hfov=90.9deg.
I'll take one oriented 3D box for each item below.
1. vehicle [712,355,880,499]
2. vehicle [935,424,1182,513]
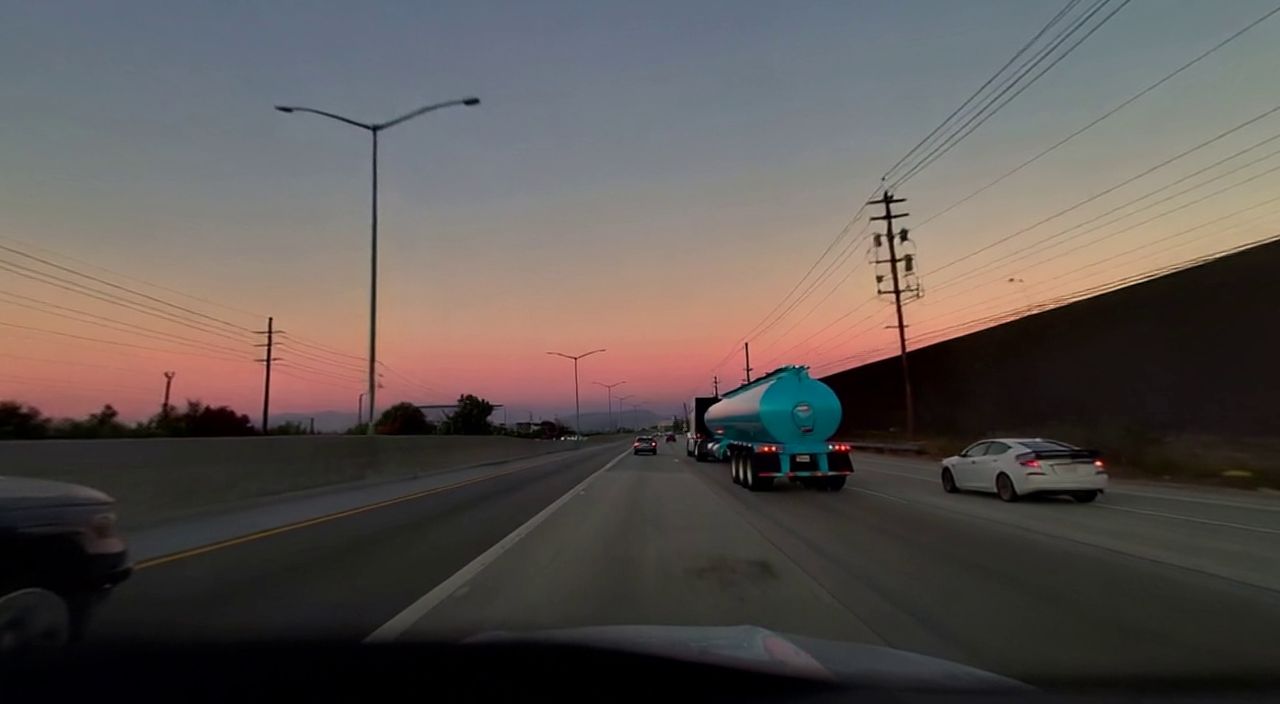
[{"bbox_3d":[3.921,2.242,18.122,2.791,3.179,8.074,0,-8,1],"label":"vehicle"},{"bbox_3d":[8.174,2.309,13.006,1.905,1.480,4.624,0,-8,0],"label":"vehicle"}]
